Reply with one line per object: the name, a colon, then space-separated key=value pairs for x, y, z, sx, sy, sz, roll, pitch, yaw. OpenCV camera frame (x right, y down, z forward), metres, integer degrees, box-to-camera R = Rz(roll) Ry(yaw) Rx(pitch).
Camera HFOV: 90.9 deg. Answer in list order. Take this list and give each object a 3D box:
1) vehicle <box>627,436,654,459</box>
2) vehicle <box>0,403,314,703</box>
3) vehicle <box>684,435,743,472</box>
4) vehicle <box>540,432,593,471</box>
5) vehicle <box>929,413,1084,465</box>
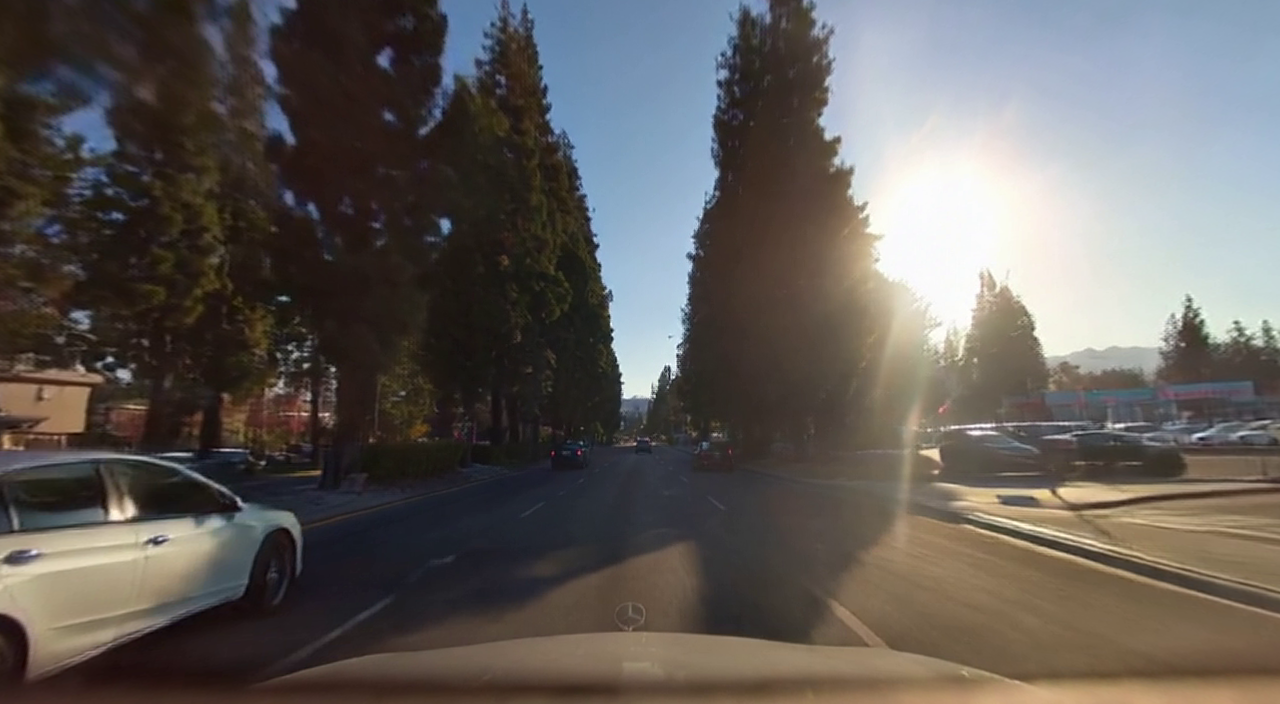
vehicle: x=0.049 y=7.147 z=47.322 sx=1.922 sy=1.579 sz=3.642 roll=-1 pitch=-8 yaw=0
vehicle: x=-4.080 y=1.068 z=3.290 sx=1.988 sy=1.530 sz=5.155 roll=-1 pitch=-8 yaw=0
vehicle: x=3.203 y=4.560 z=28.440 sx=2.010 sy=1.486 sz=4.498 roll=-1 pitch=-8 yaw=-1
vehicle: x=-3.613 y=4.959 z=31.634 sx=2.051 sy=1.747 sz=4.370 roll=-1 pitch=-8 yaw=1
vehicle: x=13.957 y=3.391 z=24.372 sx=2.097 sy=1.779 sz=4.720 roll=3 pitch=-9 yaw=-23
